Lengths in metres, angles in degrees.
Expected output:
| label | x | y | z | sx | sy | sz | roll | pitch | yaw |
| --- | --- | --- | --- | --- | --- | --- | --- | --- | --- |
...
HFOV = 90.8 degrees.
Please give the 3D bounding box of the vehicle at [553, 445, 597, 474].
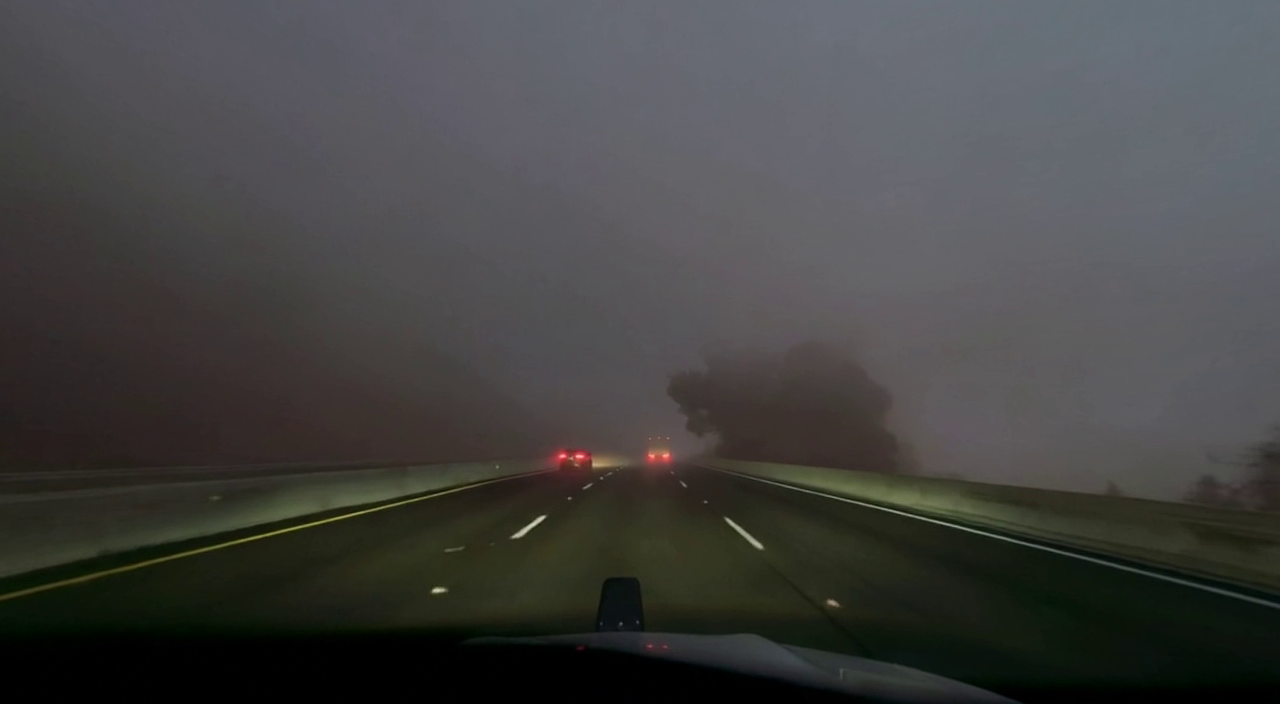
| label | x | y | z | sx | sy | sz | roll | pitch | yaw |
| --- | --- | --- | --- | --- | --- | --- | --- | --- | --- |
| vehicle | -3.832 | 6.373 | 37.674 | 2.035 | 1.595 | 4.022 | 0 | -9 | 2 |
